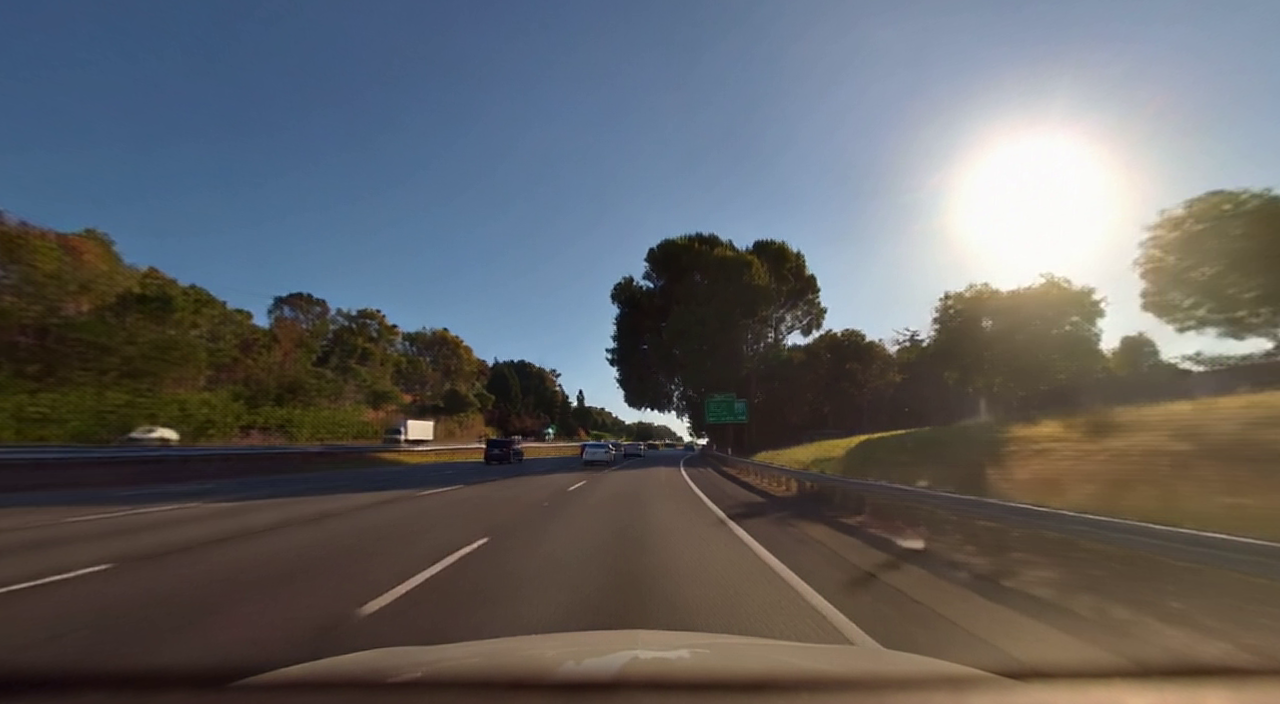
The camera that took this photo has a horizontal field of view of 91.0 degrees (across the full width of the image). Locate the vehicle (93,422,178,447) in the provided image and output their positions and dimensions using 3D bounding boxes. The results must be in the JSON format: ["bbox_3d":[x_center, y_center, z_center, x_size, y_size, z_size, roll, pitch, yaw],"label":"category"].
[{"bbox_3d":[-32.394,5.363,40.606,1.808,1.511,4.342,0,-9,1],"label":"vehicle"}]

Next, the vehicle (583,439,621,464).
[{"bbox_3d":[-2.585,6.932,43.968,2.035,1.673,4.469,0,-9,4],"label":"vehicle"}]

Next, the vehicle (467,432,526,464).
[{"bbox_3d":[-9.490,6.430,42.207,2.264,1.980,5.574,0,-9,4],"label":"vehicle"}]
